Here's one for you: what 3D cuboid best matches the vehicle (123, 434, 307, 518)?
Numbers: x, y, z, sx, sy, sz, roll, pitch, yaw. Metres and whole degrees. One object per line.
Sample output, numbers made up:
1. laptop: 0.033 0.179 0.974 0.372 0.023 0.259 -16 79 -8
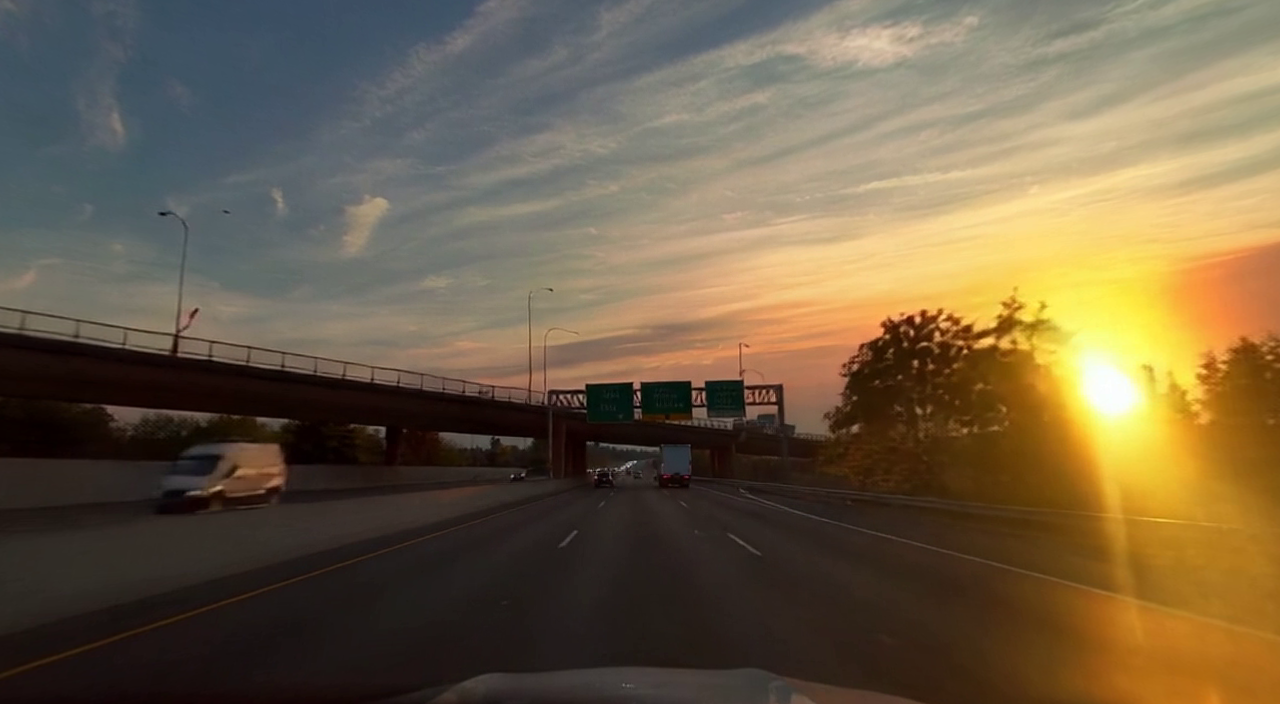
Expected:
1. vehicle: -15.701 4.684 24.041 2.236 2.675 6.724 1 -10 0
